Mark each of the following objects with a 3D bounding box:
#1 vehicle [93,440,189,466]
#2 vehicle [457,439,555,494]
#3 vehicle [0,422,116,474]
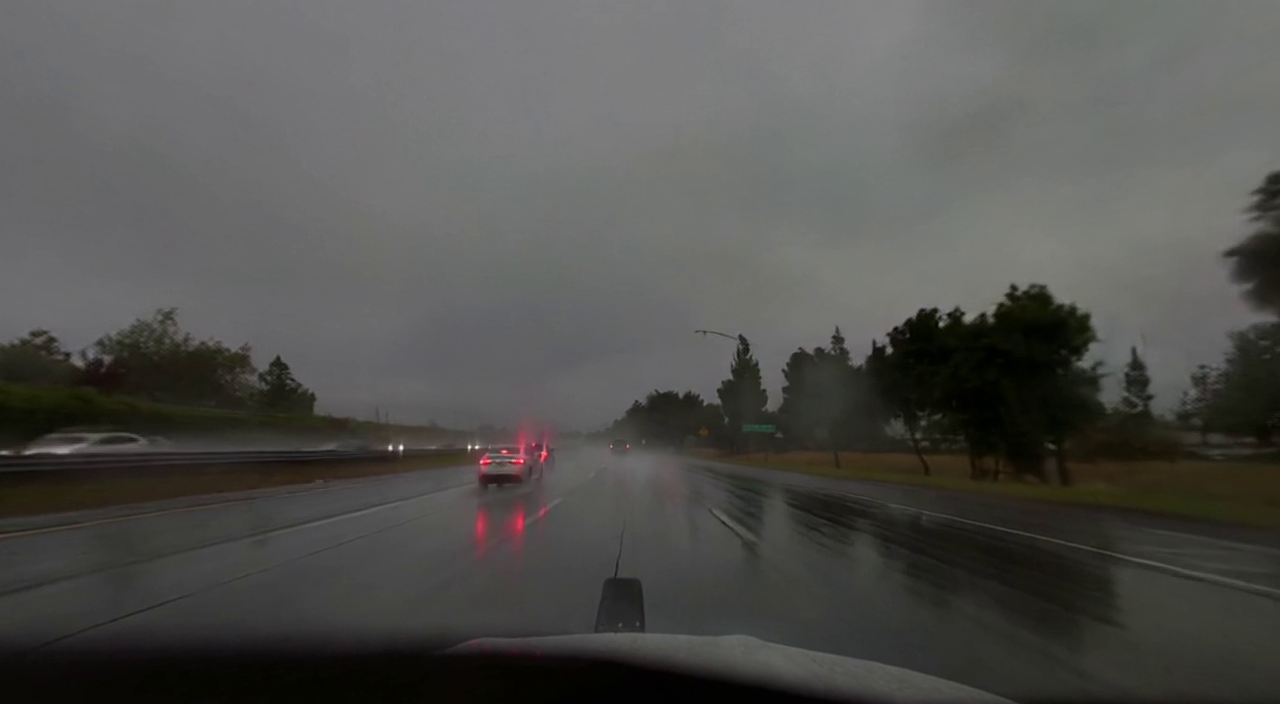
[{"bbox_3d":[-29.216,5.923,37.187,1.947,1.450,4.617,0,-9,-1],"label":"vehicle"},{"bbox_3d":[-4.066,3.555,19.960,2.073,1.516,4.478,0,-9,0],"label":"vehicle"},{"bbox_3d":[-25.087,3.943,25.894,2.364,1.914,5.744,0,-9,-1],"label":"vehicle"}]
